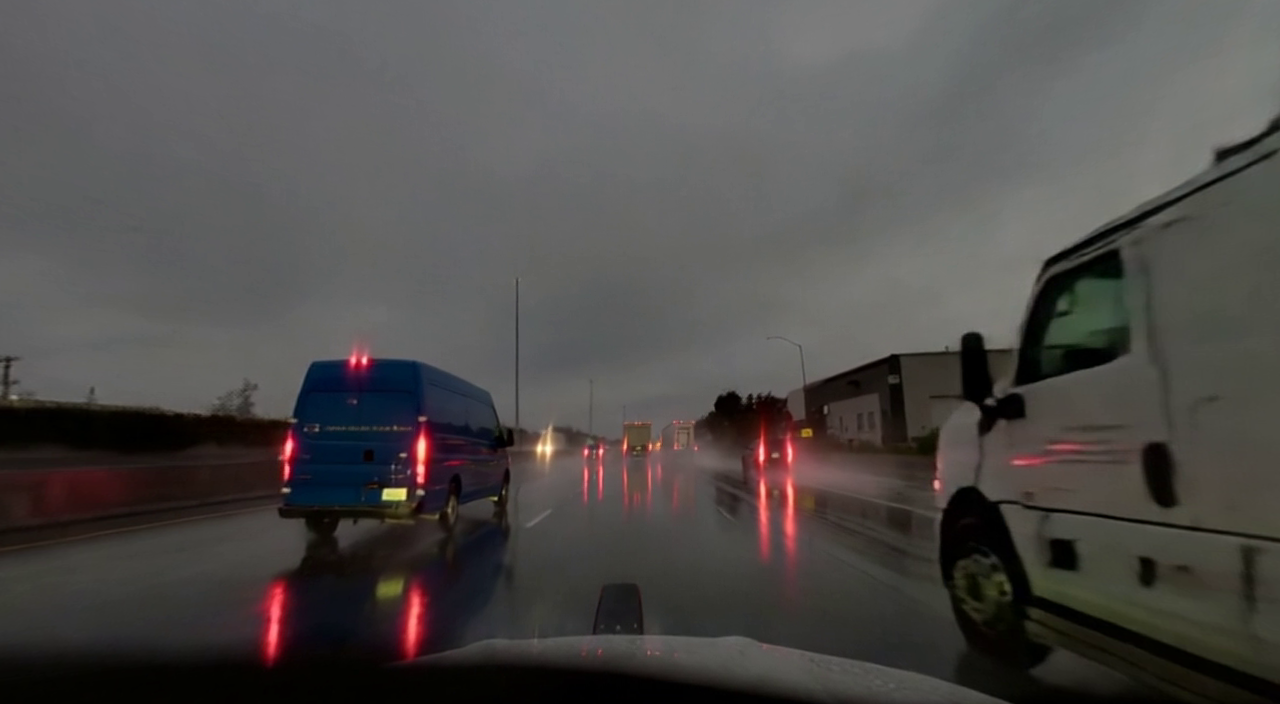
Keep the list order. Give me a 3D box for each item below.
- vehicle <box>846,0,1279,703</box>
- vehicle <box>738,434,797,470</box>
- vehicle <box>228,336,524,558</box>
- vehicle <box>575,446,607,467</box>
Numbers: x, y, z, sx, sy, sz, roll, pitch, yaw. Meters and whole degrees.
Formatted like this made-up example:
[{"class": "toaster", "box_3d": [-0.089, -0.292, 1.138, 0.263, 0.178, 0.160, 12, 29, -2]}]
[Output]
[{"class": "vehicle", "box_3d": [3.620, -0.156, 2.660, 3.011, 3.900, 6.798, 0, -9, -1]}, {"class": "vehicle", "box_3d": [7.228, 5.743, 36.487, 2.216, 1.918, 5.742, 0, -9, 0]}, {"class": "vehicle", "box_3d": [-4.017, 1.705, 11.603, 2.557, 2.855, 6.674, 0, -9, 0]}, {"class": "vehicle", "box_3d": [-3.626, 7.781, 47.477, 2.024, 1.472, 4.014, 0, -9, 0]}]
